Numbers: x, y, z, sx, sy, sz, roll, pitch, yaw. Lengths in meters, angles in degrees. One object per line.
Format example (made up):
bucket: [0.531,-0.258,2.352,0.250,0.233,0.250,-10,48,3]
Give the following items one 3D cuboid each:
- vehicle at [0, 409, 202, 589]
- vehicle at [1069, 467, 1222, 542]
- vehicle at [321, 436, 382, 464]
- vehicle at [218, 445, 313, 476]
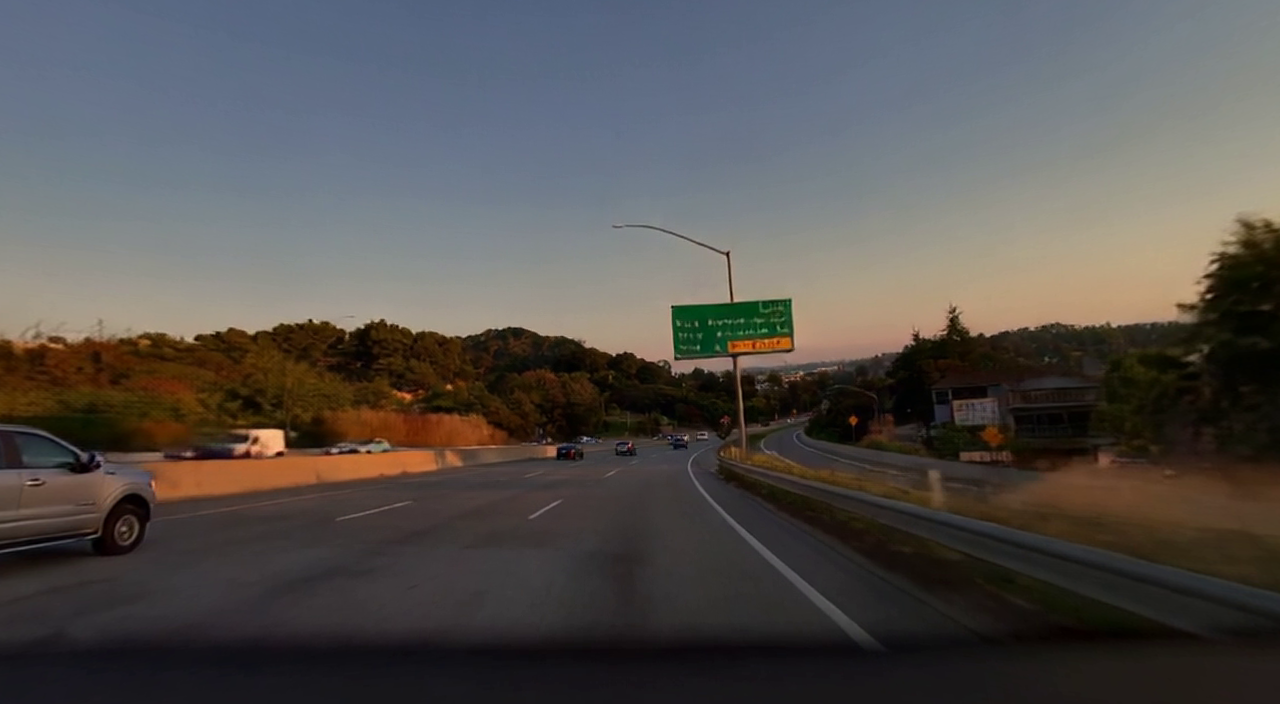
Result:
vehicle: [-6.806,1.359,5.876,1.923,1.630,4.857,0,-8,1]
vehicle: [27.260,8.164,34.549,2.749,3.380,6.690,0,-8,1]
vehicle: [-21.373,7.288,46.999,1.974,1.907,4.816,-1,-8,5]
vehicle: [-18.835,5.430,31.988,1.906,1.444,4.365,-1,-8,4]
